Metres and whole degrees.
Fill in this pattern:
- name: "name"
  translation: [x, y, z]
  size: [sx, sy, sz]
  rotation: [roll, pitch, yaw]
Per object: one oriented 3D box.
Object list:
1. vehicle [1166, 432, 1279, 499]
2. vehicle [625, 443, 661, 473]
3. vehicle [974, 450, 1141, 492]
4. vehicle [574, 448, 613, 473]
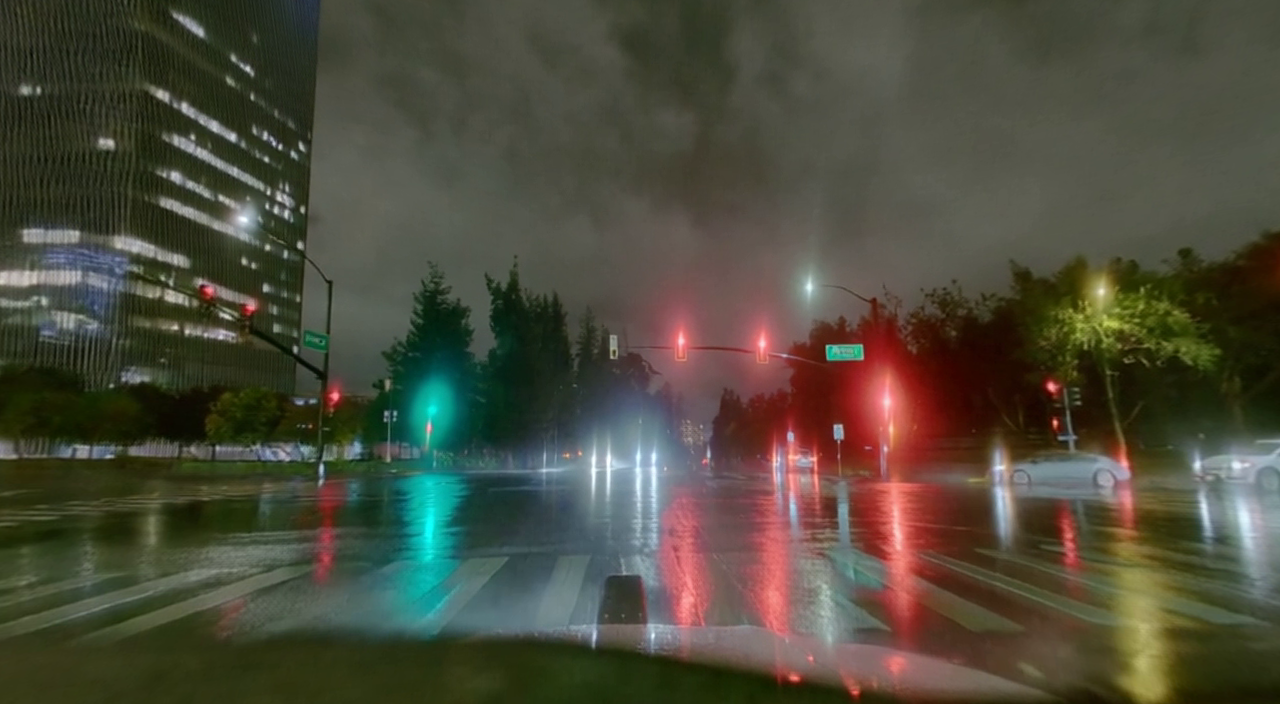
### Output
- name: "vehicle"
  translation: [20.473, 3.488, 19.551]
  size: [5.832, 1.949, 2.444]
  rotation: [0, -9, 1]
- name: "vehicle"
  translation: [0.233, 6.362, 37.877]
  size: [2.018, 1.699, 4.751]
  rotation: [0, -9, 1]
- name: "vehicle"
  translation: [15.923, 4.541, 24.229]
  size: [4.896, 1.503, 1.971]
  rotation: [-2, -9, 9]
- name: "vehicle"
  translation: [-2.930, 6.961, 40.579]
  size: [2.068, 1.486, 4.664]
  rotation: [0, -9, 2]
